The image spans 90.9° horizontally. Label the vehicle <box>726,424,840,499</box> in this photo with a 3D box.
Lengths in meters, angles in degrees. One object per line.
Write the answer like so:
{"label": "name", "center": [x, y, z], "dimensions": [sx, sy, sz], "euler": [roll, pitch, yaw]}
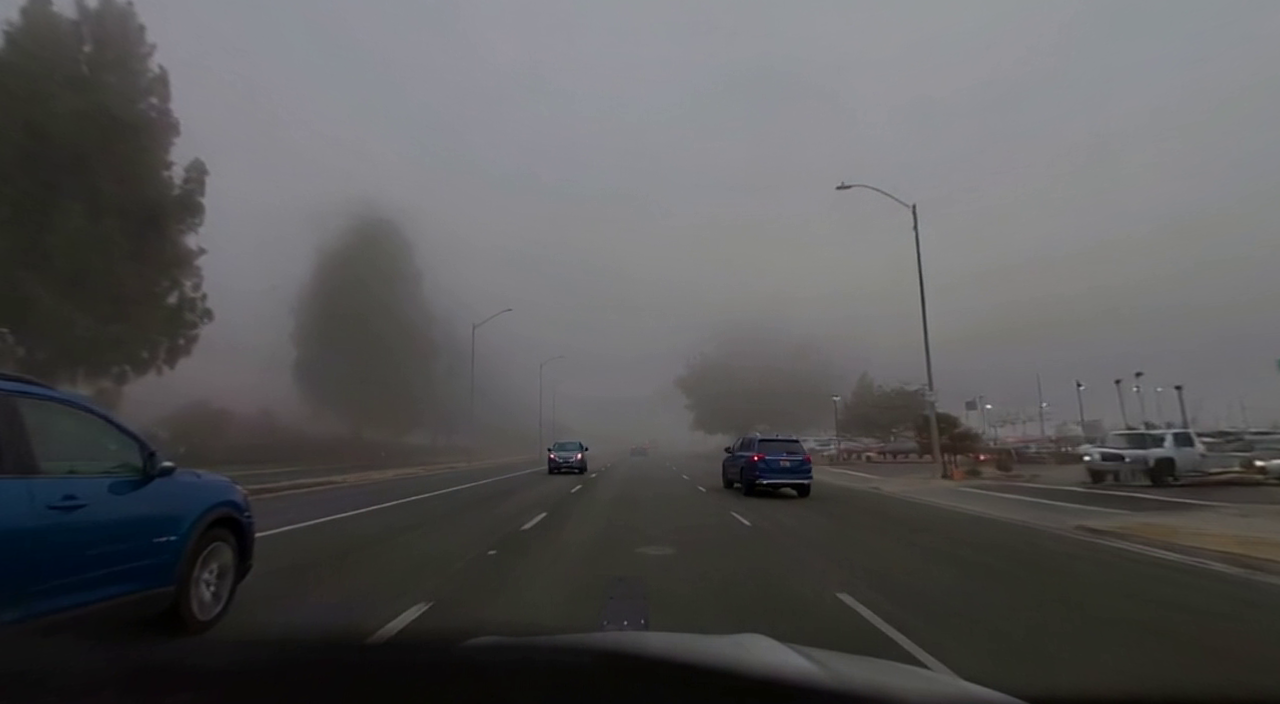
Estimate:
{"label": "vehicle", "center": [3.697, 2.932, 17.214], "dimensions": [2.024, 1.773, 4.431], "euler": [0, -8, 0]}

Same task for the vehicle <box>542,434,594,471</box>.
{"label": "vehicle", "center": [-3.698, 5.252, 33.107], "dimensions": [2.112, 1.775, 4.404], "euler": [0, -8, 1]}

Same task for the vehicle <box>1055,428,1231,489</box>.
{"label": "vehicle", "center": [15.513, 3.300, 19.861], "dimensions": [1.897, 1.662, 4.504], "euler": [0, -8, 2]}

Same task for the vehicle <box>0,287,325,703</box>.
{"label": "vehicle", "center": [-3.874, 0.724, 2.968], "dimensions": [2.210, 1.925, 4.838], "euler": [0, -8, 1]}

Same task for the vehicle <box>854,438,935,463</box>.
{"label": "vehicle", "center": [17.465, 6.770, 43.415], "dimensions": [4.706, 1.660, 2.077], "euler": [0, -8, 0]}
